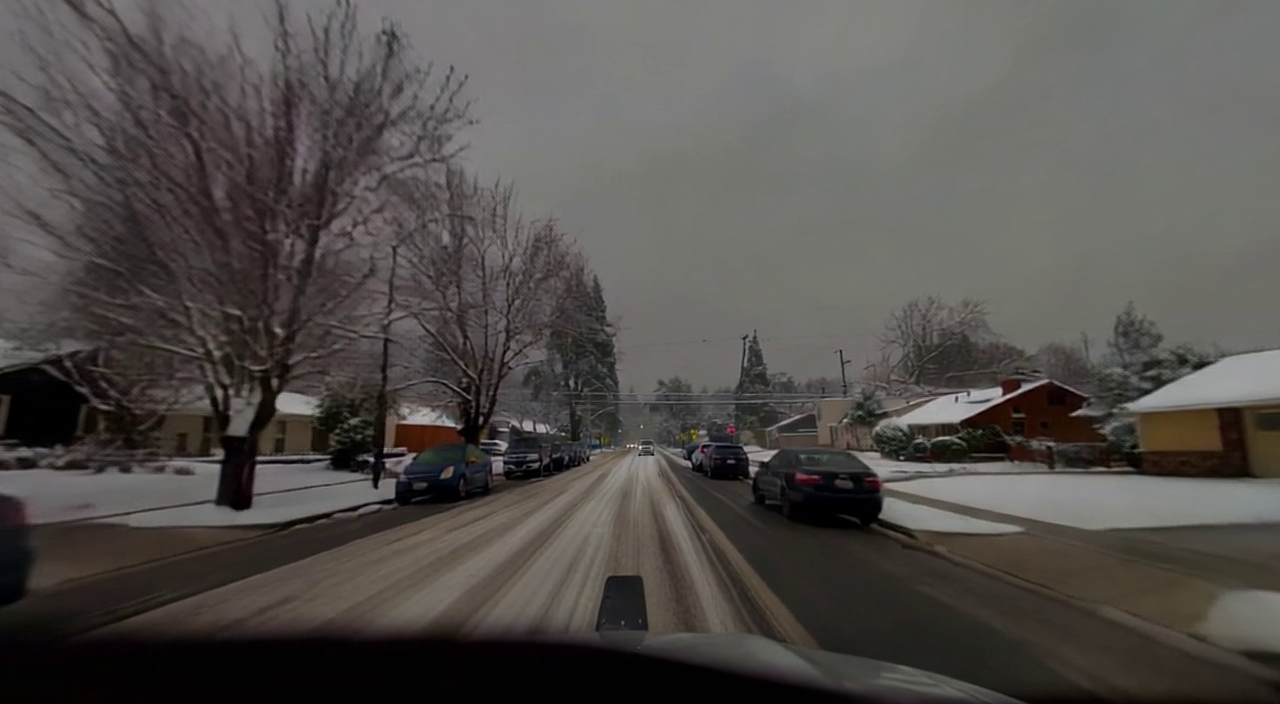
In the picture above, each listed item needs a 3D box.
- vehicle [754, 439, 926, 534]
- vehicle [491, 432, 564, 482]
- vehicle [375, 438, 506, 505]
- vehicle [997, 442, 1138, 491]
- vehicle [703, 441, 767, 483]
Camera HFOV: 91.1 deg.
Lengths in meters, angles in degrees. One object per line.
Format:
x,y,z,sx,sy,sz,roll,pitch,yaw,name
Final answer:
3.629,2.499,12.389,1.871,1.514,4.553,0,-8,0,vehicle
-4.710,4.481,27.130,2.162,1.857,4.758,2,-8,1,vehicle
-5.214,3.156,17.167,1.872,1.515,4.535,1,-8,3,vehicle
14.661,3.915,21.576,3.992,1.517,1.764,4,-9,-15,vehicle
3.744,4.412,25.471,1.987,1.518,4.686,0,-8,2,vehicle
